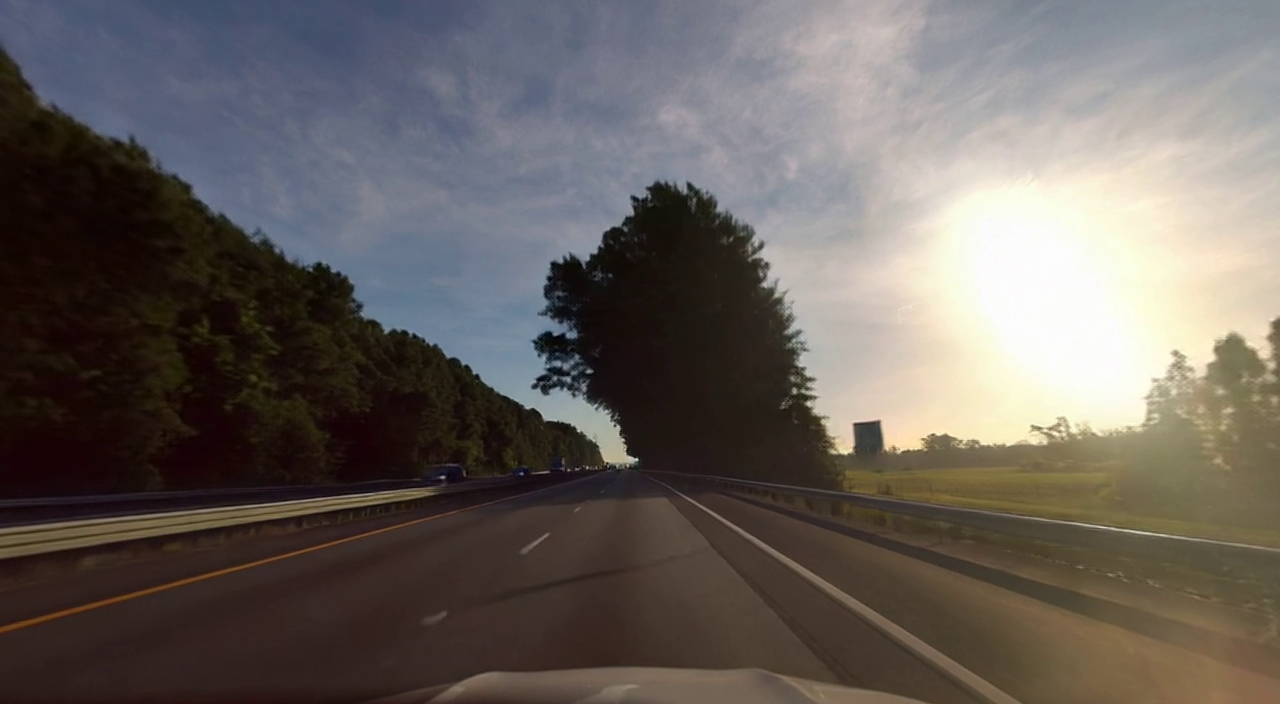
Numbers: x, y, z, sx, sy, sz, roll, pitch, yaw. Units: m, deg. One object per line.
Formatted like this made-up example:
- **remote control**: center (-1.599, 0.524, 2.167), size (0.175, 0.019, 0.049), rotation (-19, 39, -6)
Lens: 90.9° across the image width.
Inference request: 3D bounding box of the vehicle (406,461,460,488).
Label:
- **vehicle**: center (-12.794, 7.618, 39.176), size (1.897, 1.530, 4.027), rotation (1, -10, 0)
